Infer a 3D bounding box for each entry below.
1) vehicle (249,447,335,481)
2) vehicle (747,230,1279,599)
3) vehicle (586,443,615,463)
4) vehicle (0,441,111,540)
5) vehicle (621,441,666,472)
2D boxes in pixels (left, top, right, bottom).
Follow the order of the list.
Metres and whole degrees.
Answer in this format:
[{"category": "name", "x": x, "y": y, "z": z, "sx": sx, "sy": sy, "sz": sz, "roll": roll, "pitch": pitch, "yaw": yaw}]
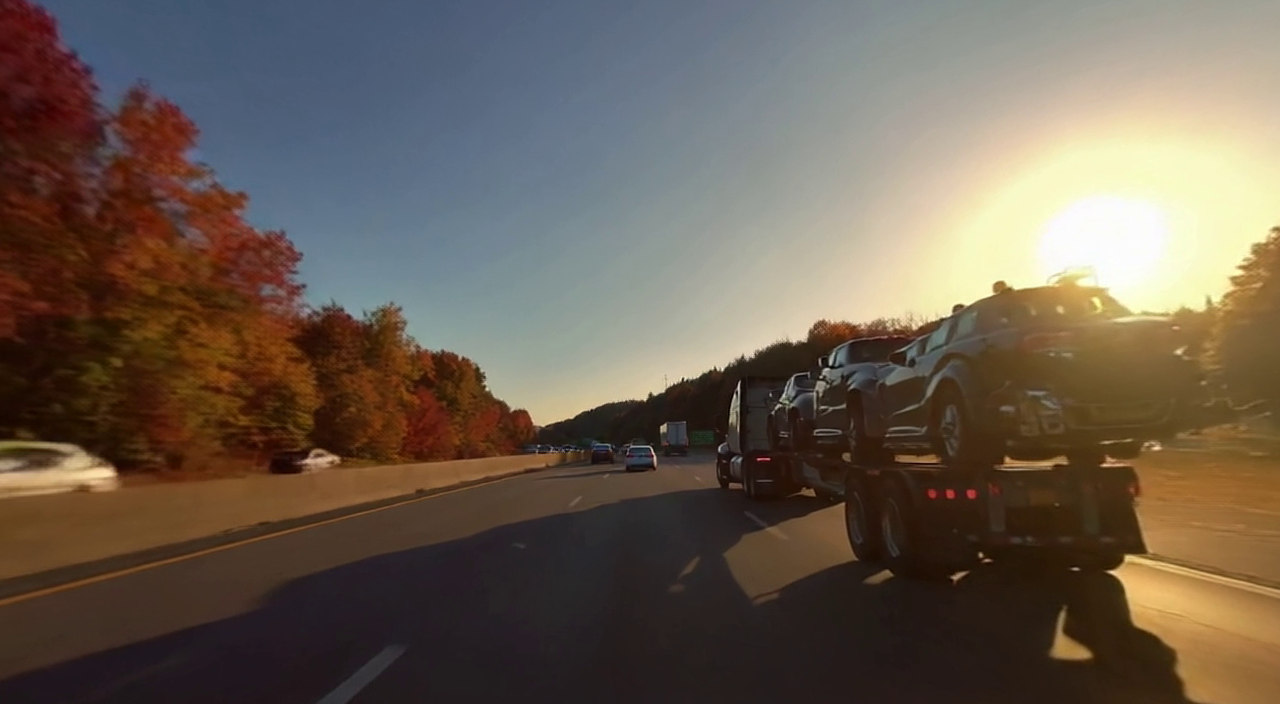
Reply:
[{"category": "vehicle", "x": -18.049, "y": 5.812, "z": 32.912, "sx": 1.917, "sy": 1.619, "sz": 4.369, "roll": 0, "pitch": -8, "yaw": 1}, {"category": "vehicle", "x": 4.789, "y": 1.432, "z": 12.067, "sx": 3.150, "sy": 3.257, "sz": 13.098, "roll": 0, "pitch": -8, "yaw": 0}, {"category": "vehicle", "x": -2.917, "y": 7.550, "z": 47.266, "sx": 1.928, "sy": 1.464, "sz": 3.706, "roll": 0, "pitch": -8, "yaw": 1}, {"category": "vehicle", "x": -10.707, "y": 2.075, "z": 9.359, "sx": 1.955, "sy": 1.488, "sz": 4.226, "roll": 0, "pitch": -8, "yaw": 1}, {"category": "vehicle", "x": 0.174, "y": 5.316, "z": 32.349, "sx": 2.152, "sy": 1.484, "sz": 4.211, "roll": 0, "pitch": -8, "yaw": 1}]
